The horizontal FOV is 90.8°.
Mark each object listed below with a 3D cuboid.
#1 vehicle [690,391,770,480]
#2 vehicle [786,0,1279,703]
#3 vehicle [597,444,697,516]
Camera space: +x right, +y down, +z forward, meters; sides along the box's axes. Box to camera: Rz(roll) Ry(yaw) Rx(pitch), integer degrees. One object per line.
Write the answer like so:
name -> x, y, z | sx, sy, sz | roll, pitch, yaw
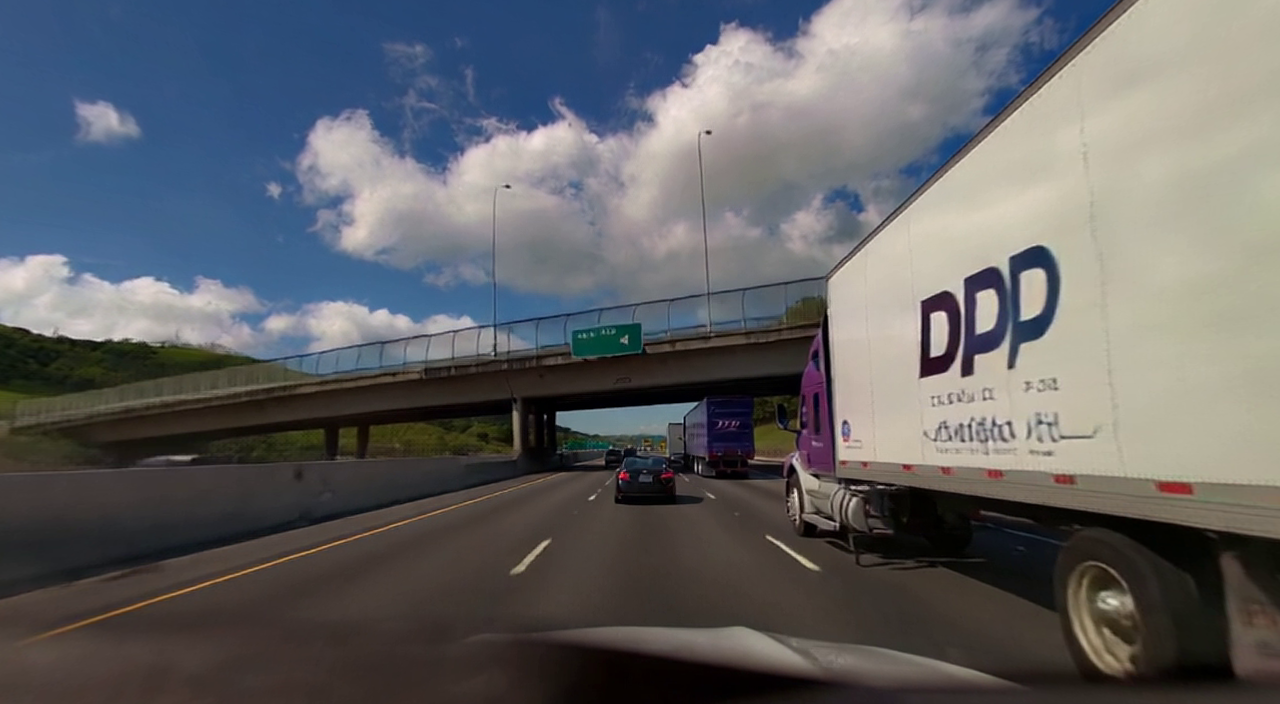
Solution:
vehicle -> 4.431, 4.446, 33.010 | 2.801, 4.039, 8.684 | 0, -9, 0
vehicle -> 4.133, 0.327, 6.005 | 2.884, 3.930, 10.206 | 0, -9, -1
vehicle -> 0.143, 2.917, 14.828 | 2.029, 1.437, 3.794 | 0, -9, 0
